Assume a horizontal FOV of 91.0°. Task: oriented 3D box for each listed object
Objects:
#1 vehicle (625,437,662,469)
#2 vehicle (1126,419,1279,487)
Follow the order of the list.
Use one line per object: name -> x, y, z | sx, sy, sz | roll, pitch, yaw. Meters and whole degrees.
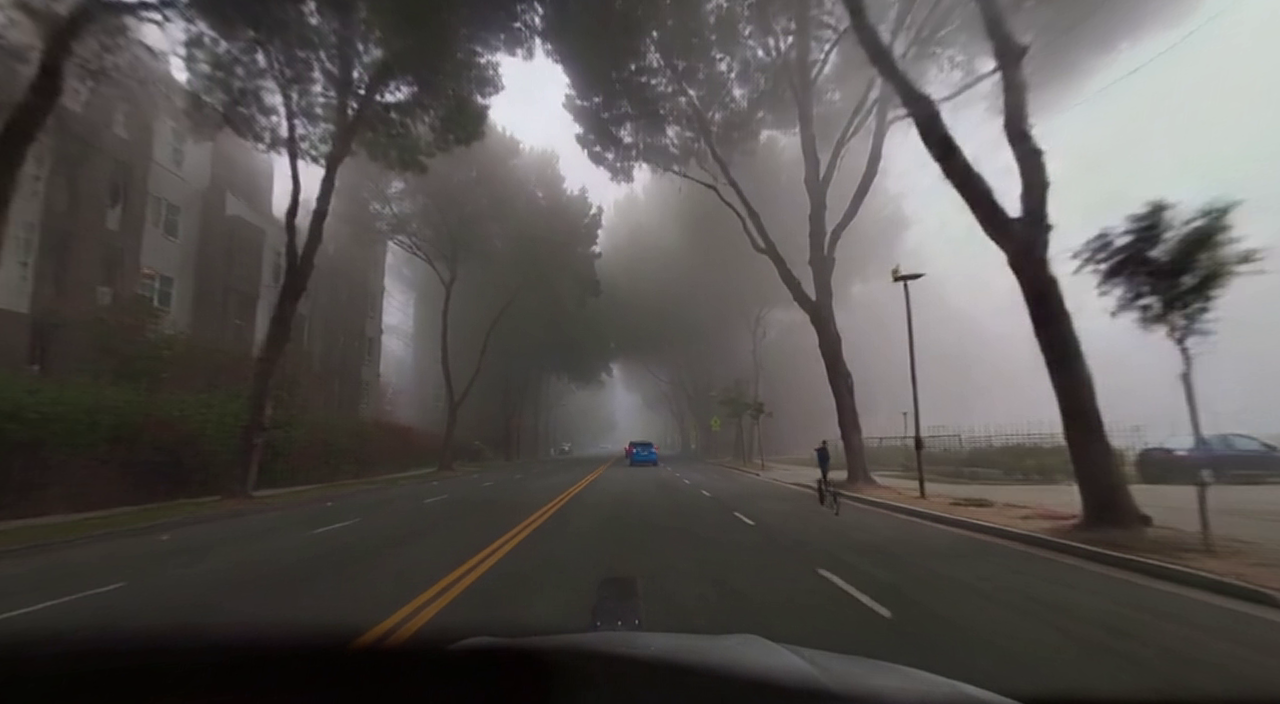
vehicle -> 0.208, 5.655, 35.338 | 1.981, 1.703, 3.691 | 0, -9, 0
vehicle -> 17.215, 2.921, 18.276 | 4.237, 1.819, 2.245 | 0, -9, 0
